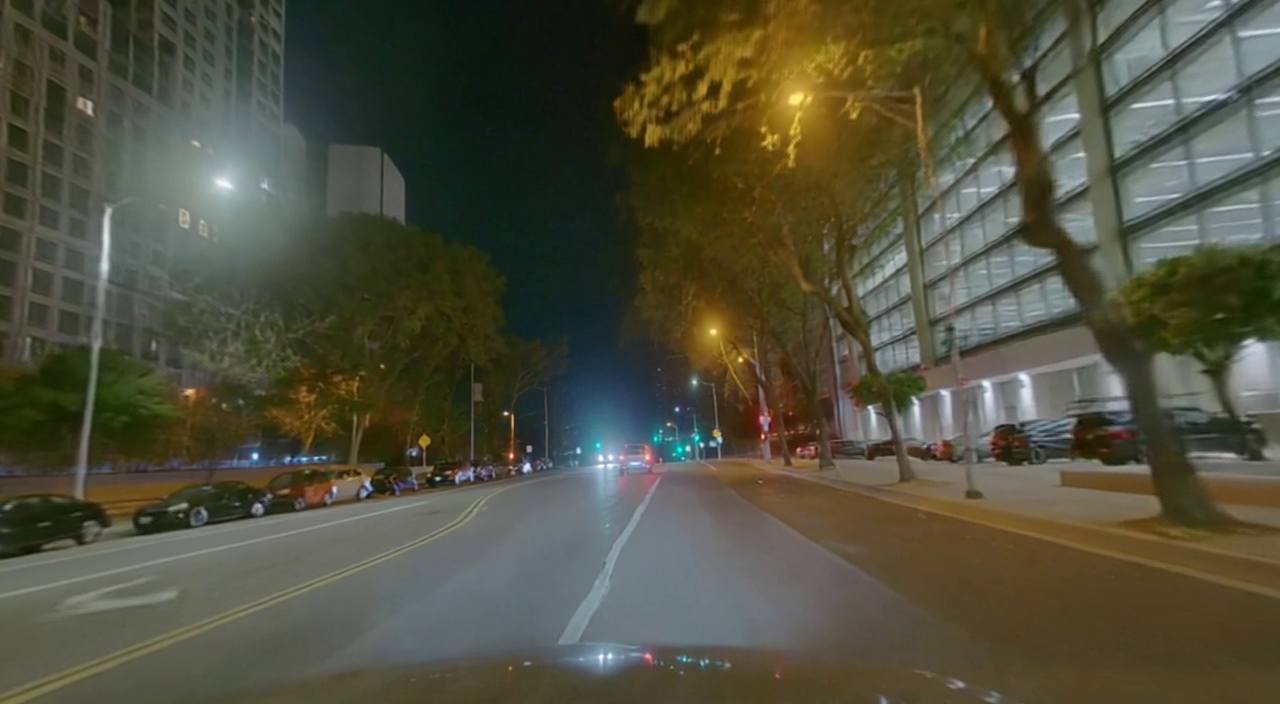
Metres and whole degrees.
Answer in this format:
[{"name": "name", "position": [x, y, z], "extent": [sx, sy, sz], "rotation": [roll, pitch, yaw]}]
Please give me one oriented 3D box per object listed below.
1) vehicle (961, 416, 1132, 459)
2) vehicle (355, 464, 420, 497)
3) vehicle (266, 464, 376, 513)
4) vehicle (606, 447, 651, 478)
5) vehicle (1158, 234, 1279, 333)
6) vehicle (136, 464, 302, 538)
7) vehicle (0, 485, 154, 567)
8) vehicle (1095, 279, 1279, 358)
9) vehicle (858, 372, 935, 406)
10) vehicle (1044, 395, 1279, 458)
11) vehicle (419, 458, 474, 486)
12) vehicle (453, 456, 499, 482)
[{"name": "vehicle", "position": [14.984, 3.222, 23.581], "extent": [4.750, 1.519, 2.276], "rotation": [0, -9, 3]}, {"name": "vehicle", "position": [-12.956, 6.582, 32.635], "extent": [1.646, 1.462, 3.740], "rotation": [0, -8, 2]}, {"name": "vehicle", "position": [-13.261, 5.668, 26.625], "extent": [1.984, 1.635, 4.525], "rotation": [-3, -9, 5]}, {"name": "vehicle", "position": [-0.501, 5.619, 32.526], "extent": [2.051, 1.454, 4.132], "rotation": [0, -8, 3]}, {"name": "vehicle", "position": [13.503, -1.422, 13.083], "extent": [3.826, 1.601, 1.807], "rotation": [-3, -8, 1]}, {"name": "vehicle", "position": [-13.771, 4.834, 21.096], "extent": [1.917, 1.775, 5.018], "rotation": [-10, -10, 2]}, {"name": "vehicle", "position": [-14.062, 3.946, 14.452], "extent": [2.021, 1.438, 4.616], "rotation": [-3, -9, 5]}, {"name": "vehicle", "position": [13.776, -0.780, 15.528], "extent": [3.770, 1.574, 1.671], "rotation": [-1, -9, 5]}, {"name": "vehicle", "position": [15.129, 2.222, 37.424], "extent": [3.766, 1.708, 1.810], "rotation": [-2, -10, 6]}, {"name": "vehicle", "position": [14.567, 2.158, 17.924], "extent": [4.619, 1.626, 2.121], "rotation": [-1, -8, 6]}, {"name": "vehicle", "position": [-12.562, 7.801, 41.304], "extent": [1.997, 1.668, 4.084], "rotation": [-1, -8, 4]}, {"name": "vehicle", "position": [-12.209, 8.727, 47.339], "extent": [2.016, 1.627, 4.742], "rotation": [-2, -8, 3]}]
